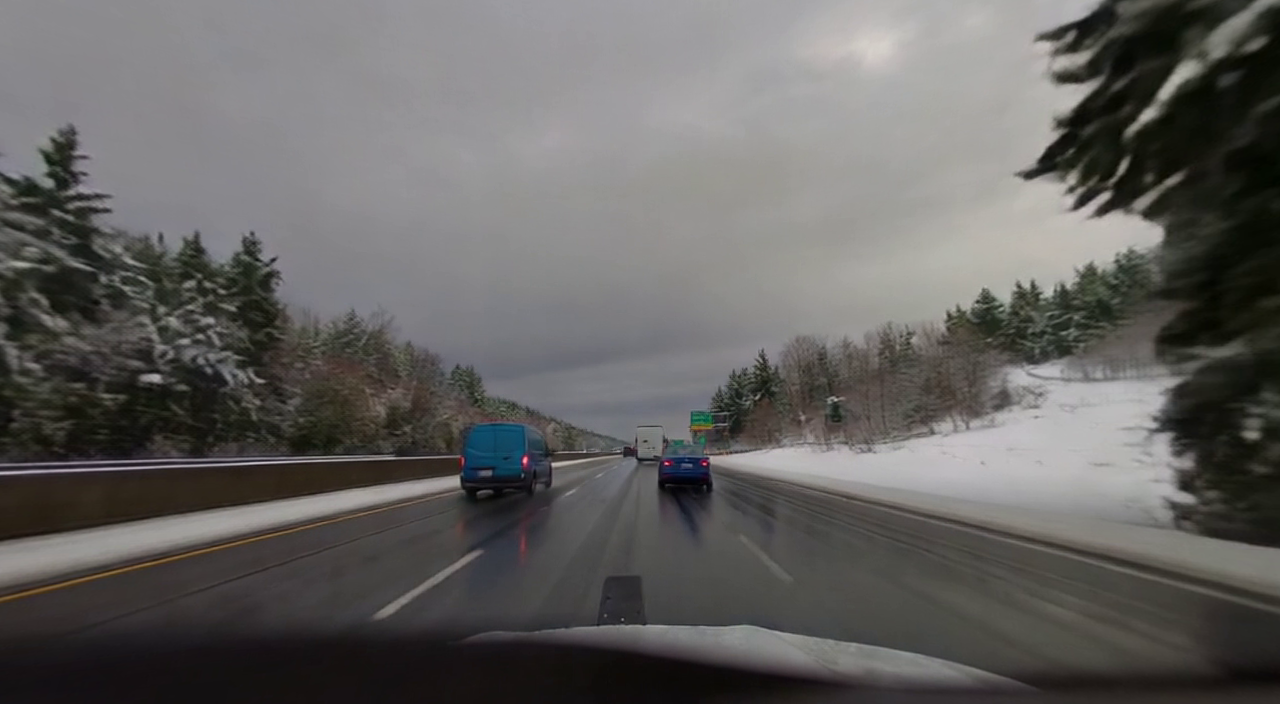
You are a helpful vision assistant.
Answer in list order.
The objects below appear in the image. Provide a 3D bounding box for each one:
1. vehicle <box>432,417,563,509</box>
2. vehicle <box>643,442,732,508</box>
[{"bbox_3d":[-3.497,2.866,16.632,2.217,2.033,4.975,0,-9,1],"label":"vehicle"},{"bbox_3d":[1.081,3.093,16.211,2.012,1.485,3.649,0,-9,0],"label":"vehicle"}]
